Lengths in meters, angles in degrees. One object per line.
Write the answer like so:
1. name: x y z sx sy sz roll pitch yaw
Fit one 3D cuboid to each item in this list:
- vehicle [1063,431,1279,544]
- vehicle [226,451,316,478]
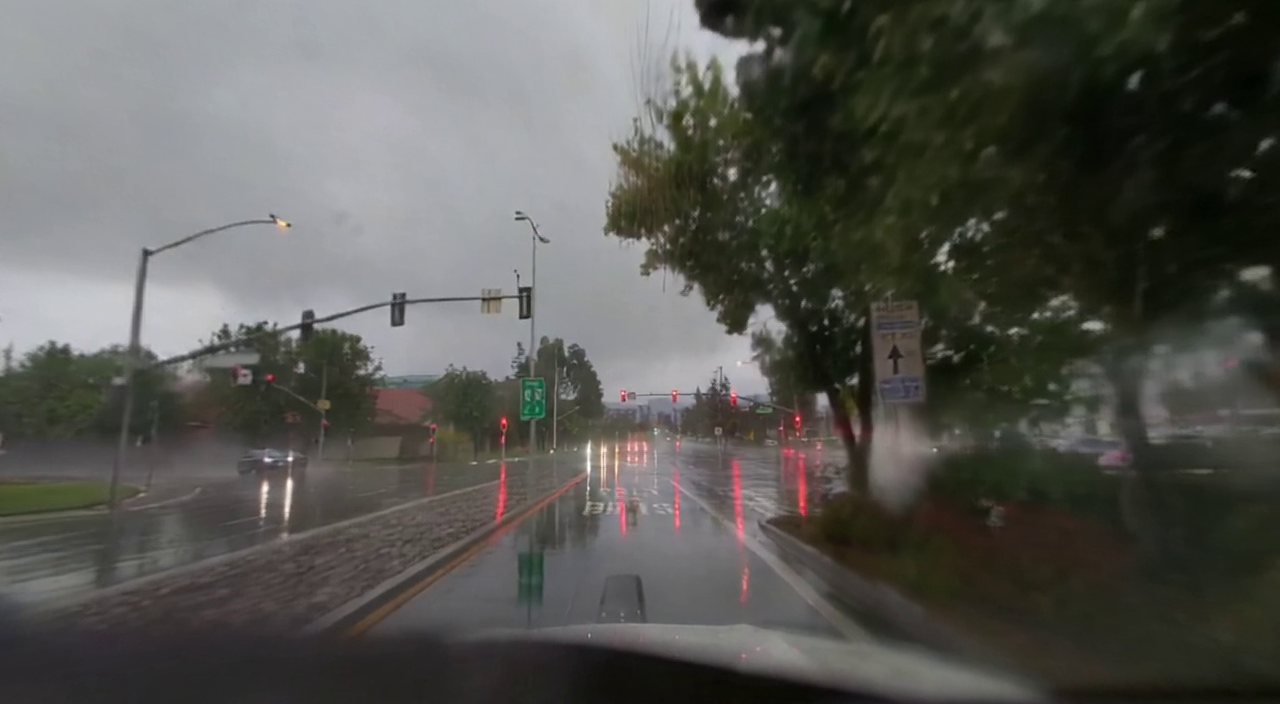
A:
1. vehicle: 9.540 2.116 10.446 1.933 1.500 4.458 0 -9 -1
2. vehicle: -24.925 7.592 42.809 4.706 1.734 2.253 -1 -9 5
